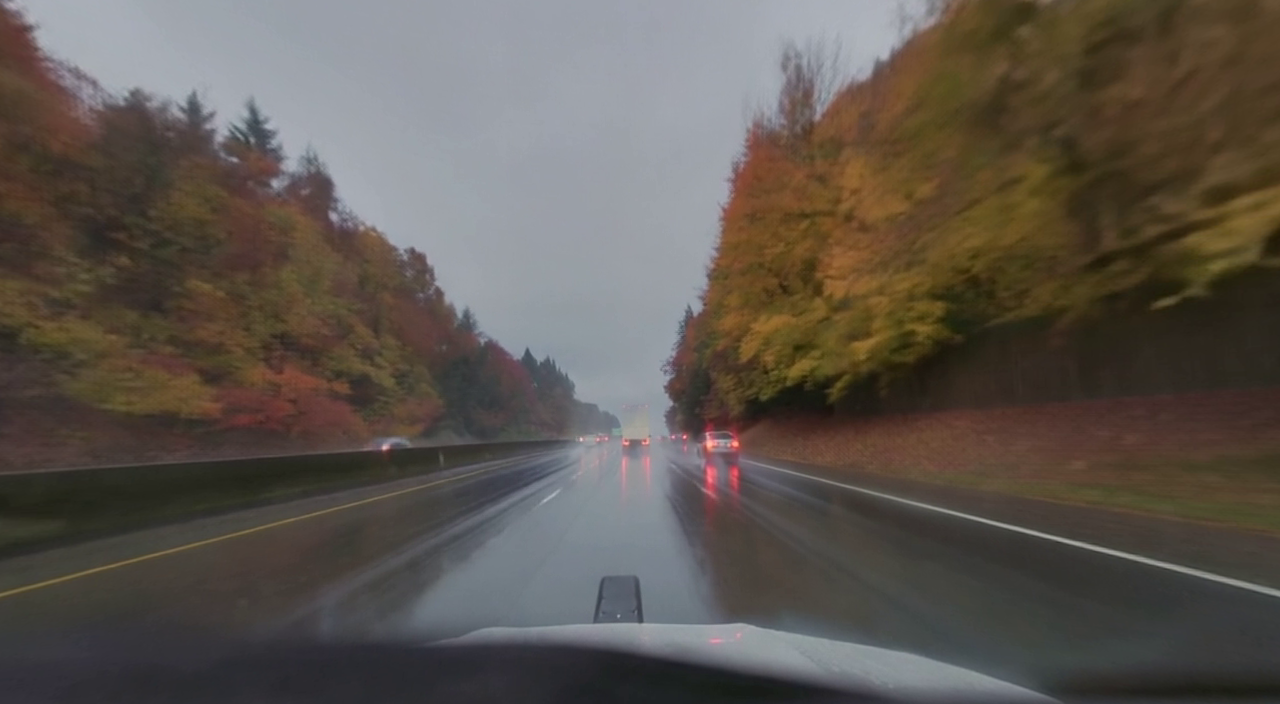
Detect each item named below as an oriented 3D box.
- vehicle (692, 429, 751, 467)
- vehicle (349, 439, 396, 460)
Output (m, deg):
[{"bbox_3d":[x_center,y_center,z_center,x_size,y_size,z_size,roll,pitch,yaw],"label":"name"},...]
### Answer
[{"bbox_3d":[3.423,4.124,27.152,1.882,1.492,3.958,0,-8,-2],"label":"vehicle"},{"bbox_3d":[-20.730,7.572,48.892,1.834,1.514,4.187,0,-8,0],"label":"vehicle"}]
